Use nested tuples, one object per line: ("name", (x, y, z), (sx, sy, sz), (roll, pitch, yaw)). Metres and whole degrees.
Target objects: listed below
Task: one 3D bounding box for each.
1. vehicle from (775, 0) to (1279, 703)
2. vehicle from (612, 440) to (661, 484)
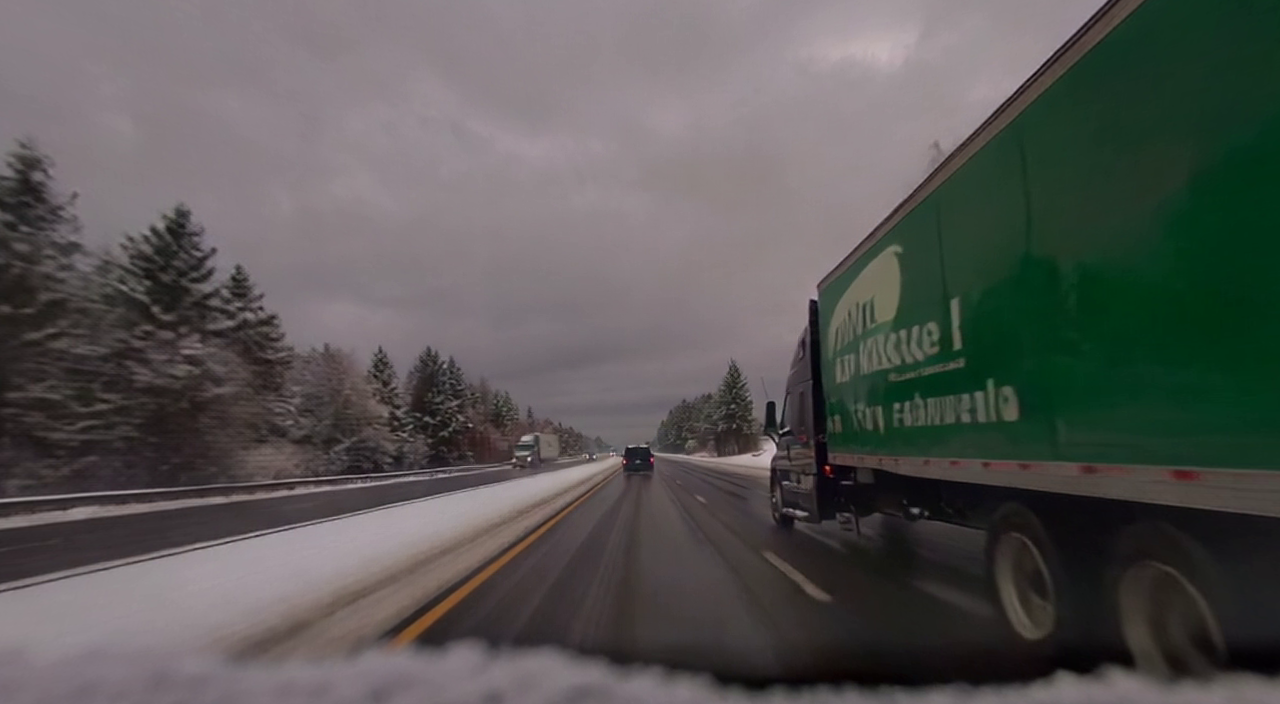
("vehicle", (4.354, 0.355, 6.594), (3.030, 3.985, 12.707), (0, -9, 0))
("vehicle", (-0.146, 5.035, 29.180), (2.105, 1.865, 4.102), (0, -9, 0))
